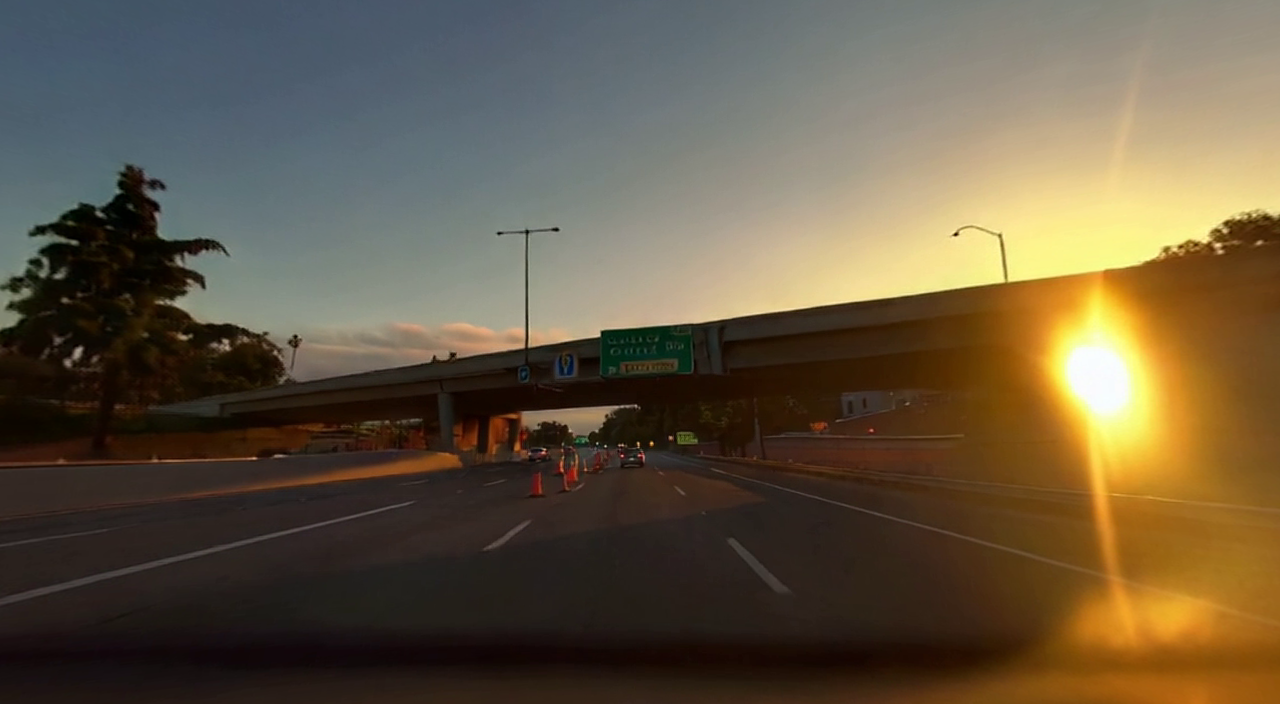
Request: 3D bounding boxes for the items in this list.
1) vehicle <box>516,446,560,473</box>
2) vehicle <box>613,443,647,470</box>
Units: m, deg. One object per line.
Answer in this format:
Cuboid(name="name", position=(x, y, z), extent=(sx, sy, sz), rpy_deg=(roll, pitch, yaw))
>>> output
Cuboid(name="vehicle", position=(-6.140, 6.516, 38.582), extent=(1.997, 1.507, 4.248), rpy_deg=(0, -9, -1))
Cuboid(name="vehicle", position=(-0.622, 6.707, 40.686), extent=(2.109, 1.638, 3.856), rpy_deg=(0, -9, -1))
